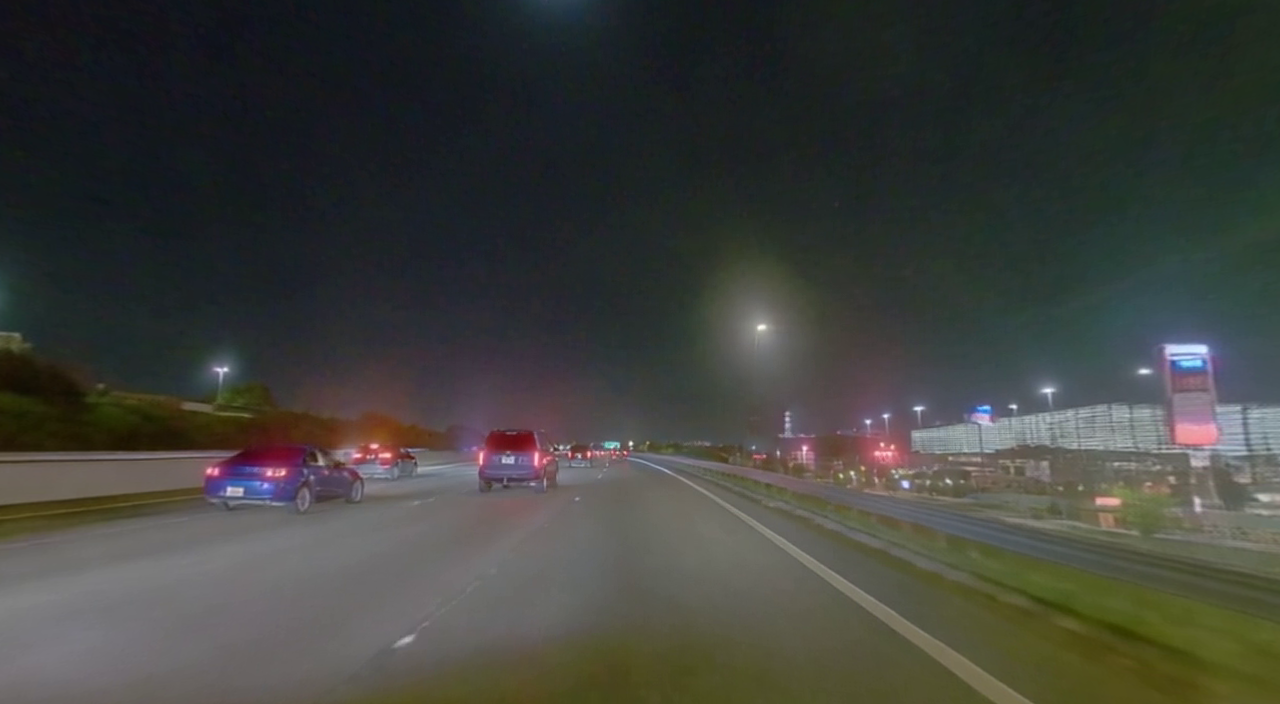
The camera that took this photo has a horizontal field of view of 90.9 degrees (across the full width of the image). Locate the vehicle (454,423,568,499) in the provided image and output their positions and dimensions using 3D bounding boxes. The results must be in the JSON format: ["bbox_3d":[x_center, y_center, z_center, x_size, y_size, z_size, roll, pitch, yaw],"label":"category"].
[{"bbox_3d":[-3.702,3.251,19.293,2.301,1.985,5.247,0,-8,1],"label":"vehicle"}]

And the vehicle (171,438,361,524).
[{"bbox_3d":[-7.424,2.542,12.966,1.796,1.509,3.393,0,-8,0],"label":"vehicle"}]

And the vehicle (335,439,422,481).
[{"bbox_3d":[-11.334,4.696,27.656,1.919,1.665,4.394,0,-8,0],"label":"vehicle"}]

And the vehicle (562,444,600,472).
[{"bbox_3d":[-3.519,6.426,38.453,1.955,1.614,3.817,0,-8,0],"label":"vehicle"}]
